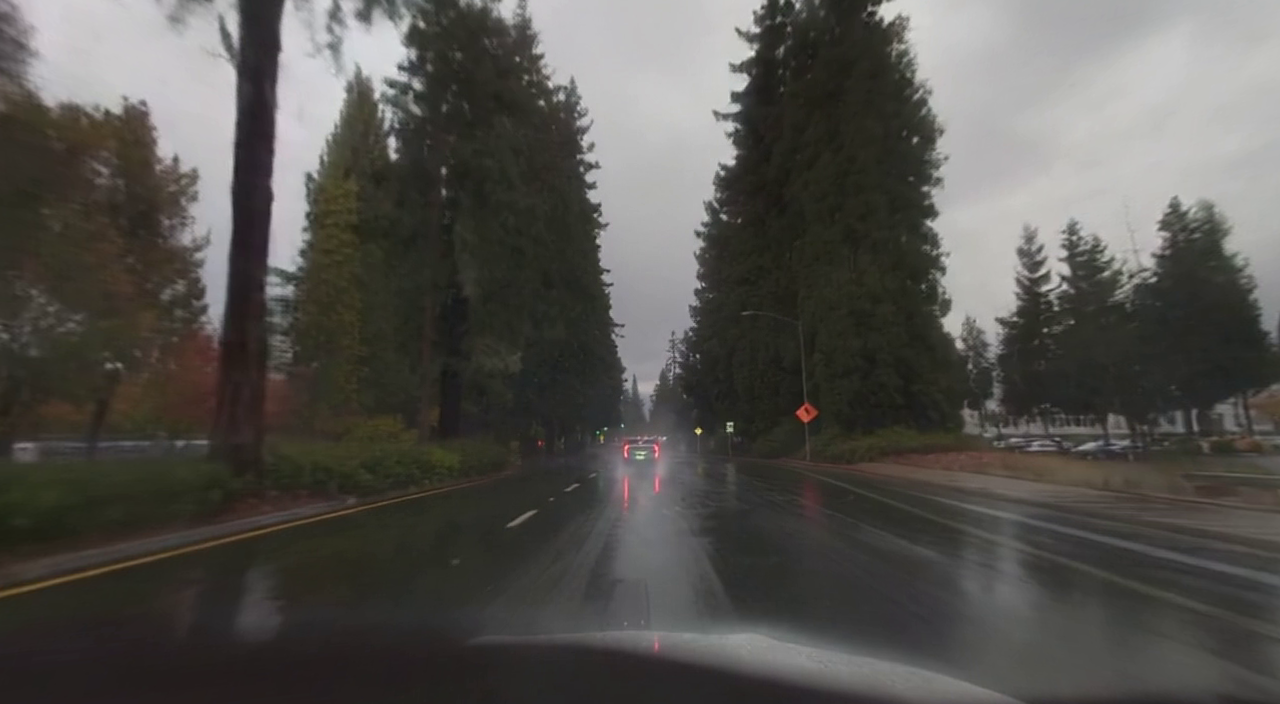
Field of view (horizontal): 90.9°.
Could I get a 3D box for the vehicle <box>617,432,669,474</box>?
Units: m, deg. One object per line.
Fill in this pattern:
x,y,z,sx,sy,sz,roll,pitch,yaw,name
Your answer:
0.064,4.422,27.771,2.135,1.691,3.884,0,-9,-2,vehicle
